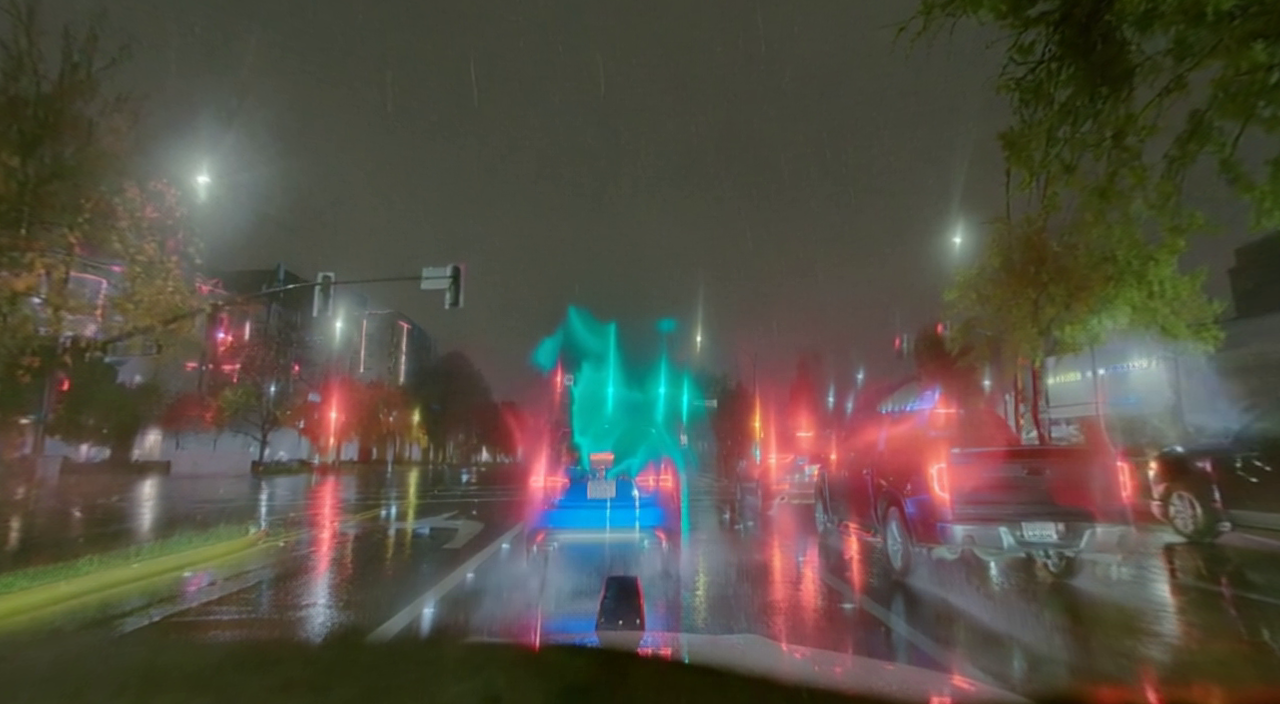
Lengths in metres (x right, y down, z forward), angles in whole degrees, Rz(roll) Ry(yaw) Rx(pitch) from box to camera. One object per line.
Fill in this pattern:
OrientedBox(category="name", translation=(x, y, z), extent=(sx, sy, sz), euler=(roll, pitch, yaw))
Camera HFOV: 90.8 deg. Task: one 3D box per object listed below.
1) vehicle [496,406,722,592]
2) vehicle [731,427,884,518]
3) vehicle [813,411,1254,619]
OrientedBox(category="vehicle", translation=(-0.273, 1.606, 7.640), extent=(2.037, 1.674, 3.693), euler=(0, -8, 0))
OrientedBox(category="vehicle", translation=(3.378, 2.521, 13.734), extent=(2.031, 1.626, 4.264), euler=(0, -8, -1))
OrientedBox(category="vehicle", translation=(3.607, 1.567, 7.117), extent=(1.955, 1.550, 4.587), euler=(0, -8, -1))
